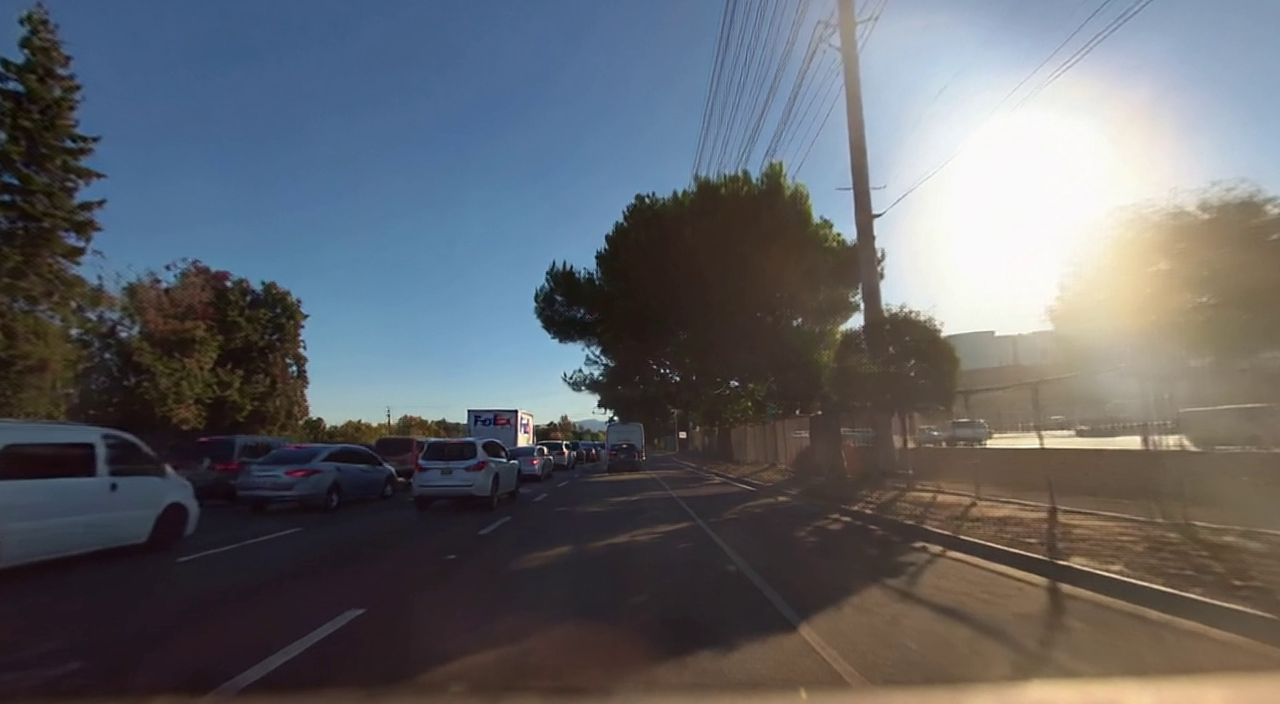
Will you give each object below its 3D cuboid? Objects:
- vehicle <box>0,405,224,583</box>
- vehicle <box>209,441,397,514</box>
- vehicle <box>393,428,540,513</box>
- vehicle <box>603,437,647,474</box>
[{"bbox_3d":[-7.334,1.538,7.180,2.023,1.736,4.579,0,-8,0],"label":"vehicle"},{"bbox_3d":[-8.001,2.971,15.657,1.909,1.473,5.050,0,-8,0],"label":"vehicle"},{"bbox_3d":[-3.815,2.706,14.939,2.057,1.673,4.934,0,-8,0],"label":"vehicle"},{"bbox_3d":[-0.752,5.138,31.485,2.055,1.671,4.147,0,-8,-2],"label":"vehicle"}]
